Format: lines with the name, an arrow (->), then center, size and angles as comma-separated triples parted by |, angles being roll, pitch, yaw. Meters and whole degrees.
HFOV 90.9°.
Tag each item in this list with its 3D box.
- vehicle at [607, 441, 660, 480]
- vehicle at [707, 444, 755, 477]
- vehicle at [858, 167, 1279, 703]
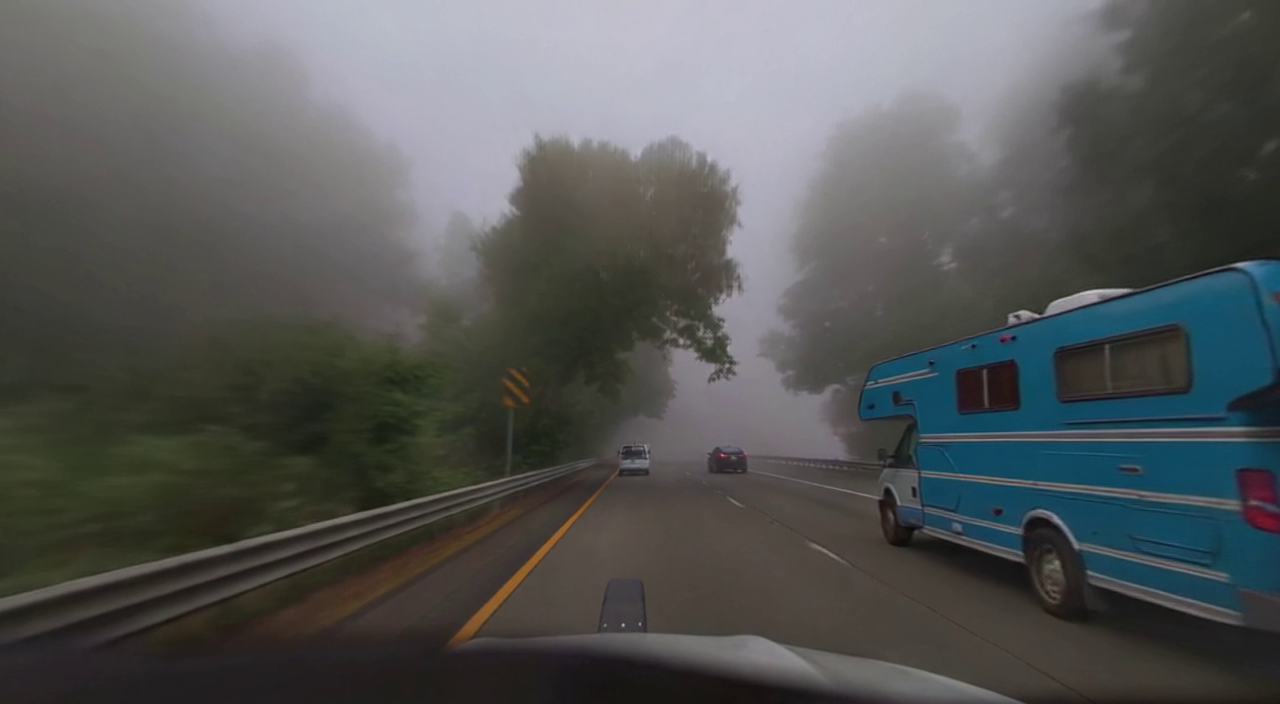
vehicle -> -0.259, 4.688, 27.399 | 2.120, 1.575, 4.018 | 0, -9, 0
vehicle -> 4.277, 5.174, 30.105 | 1.757, 1.459, 3.398 | 0, -9, -1
vehicle -> 4.719, 0.894, 6.010 | 2.745, 2.832, 7.035 | 1, -9, 0
